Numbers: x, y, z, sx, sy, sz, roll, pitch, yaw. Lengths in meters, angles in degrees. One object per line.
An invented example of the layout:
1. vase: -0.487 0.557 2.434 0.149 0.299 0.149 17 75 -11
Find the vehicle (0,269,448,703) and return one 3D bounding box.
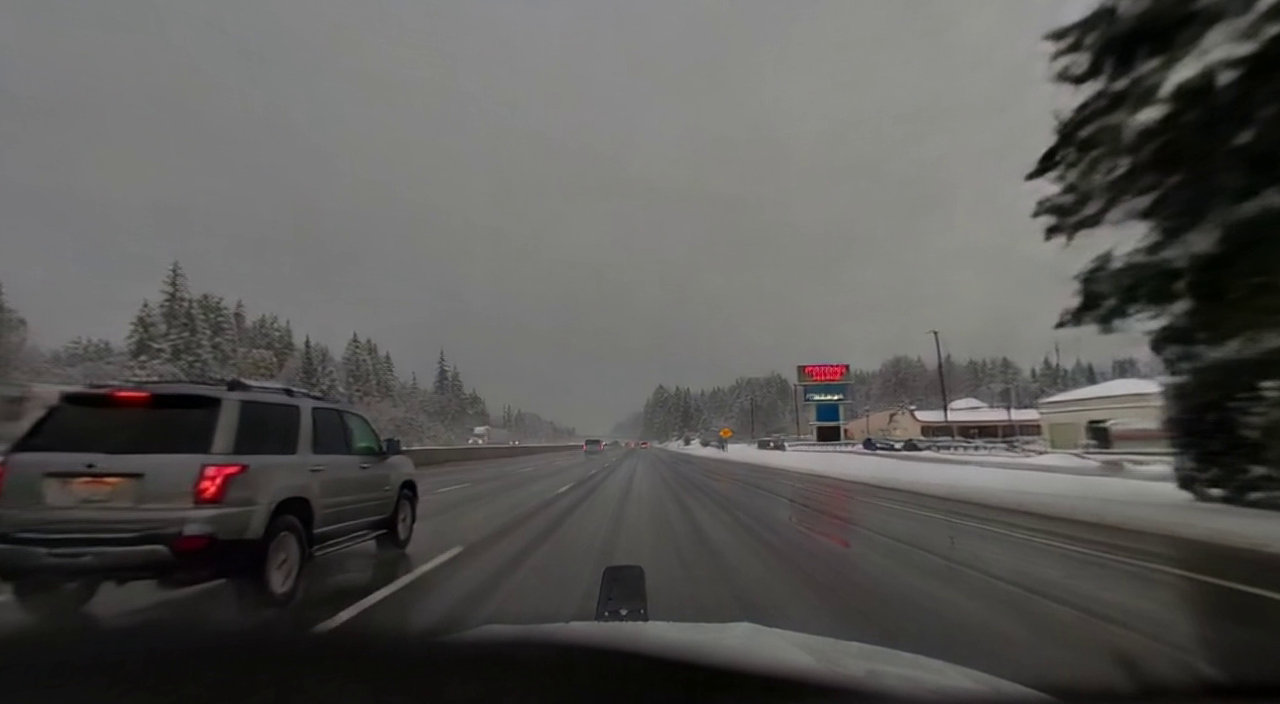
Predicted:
1. vehicle: -3.945 1.094 5.935 2.352 2.209 5.802 0 -8 1
